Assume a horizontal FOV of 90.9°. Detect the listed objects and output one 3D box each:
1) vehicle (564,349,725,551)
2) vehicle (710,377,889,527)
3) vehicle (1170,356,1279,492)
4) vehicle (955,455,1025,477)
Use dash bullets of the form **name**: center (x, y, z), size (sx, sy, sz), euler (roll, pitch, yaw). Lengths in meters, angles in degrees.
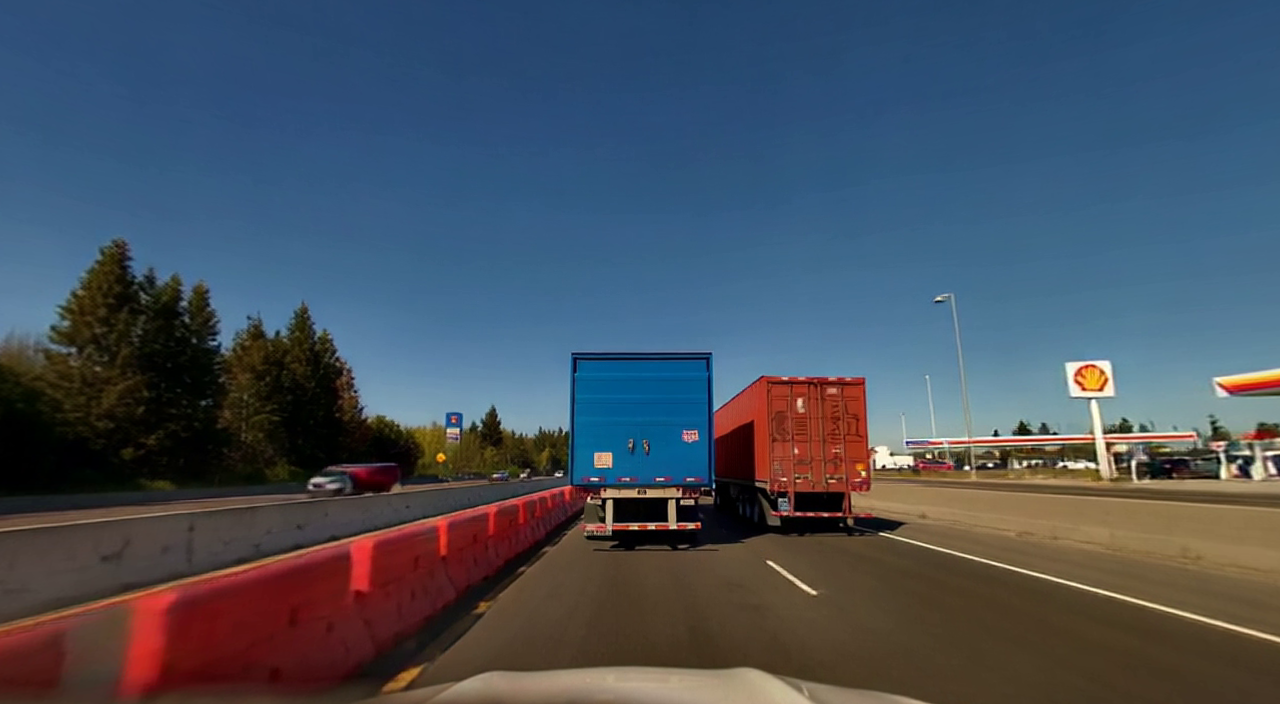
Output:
- **vehicle**: center (0.042, 2.376, 14.813), size (2.618, 3.306, 8.676), euler (1, -10, 0)
- **vehicle**: center (4.424, 3.287, 20.244), size (2.936, 3.640, 9.443), euler (1, -10, -2)
- **vehicle**: center (20.853, 1.651, 16.139), size (2.771, 4.075, 13.513), euler (1, -11, 0)
- **vehicle**: center (24.530, 8.020, 44.324), size (1.762, 1.470, 4.485), euler (3, -11, -11)
